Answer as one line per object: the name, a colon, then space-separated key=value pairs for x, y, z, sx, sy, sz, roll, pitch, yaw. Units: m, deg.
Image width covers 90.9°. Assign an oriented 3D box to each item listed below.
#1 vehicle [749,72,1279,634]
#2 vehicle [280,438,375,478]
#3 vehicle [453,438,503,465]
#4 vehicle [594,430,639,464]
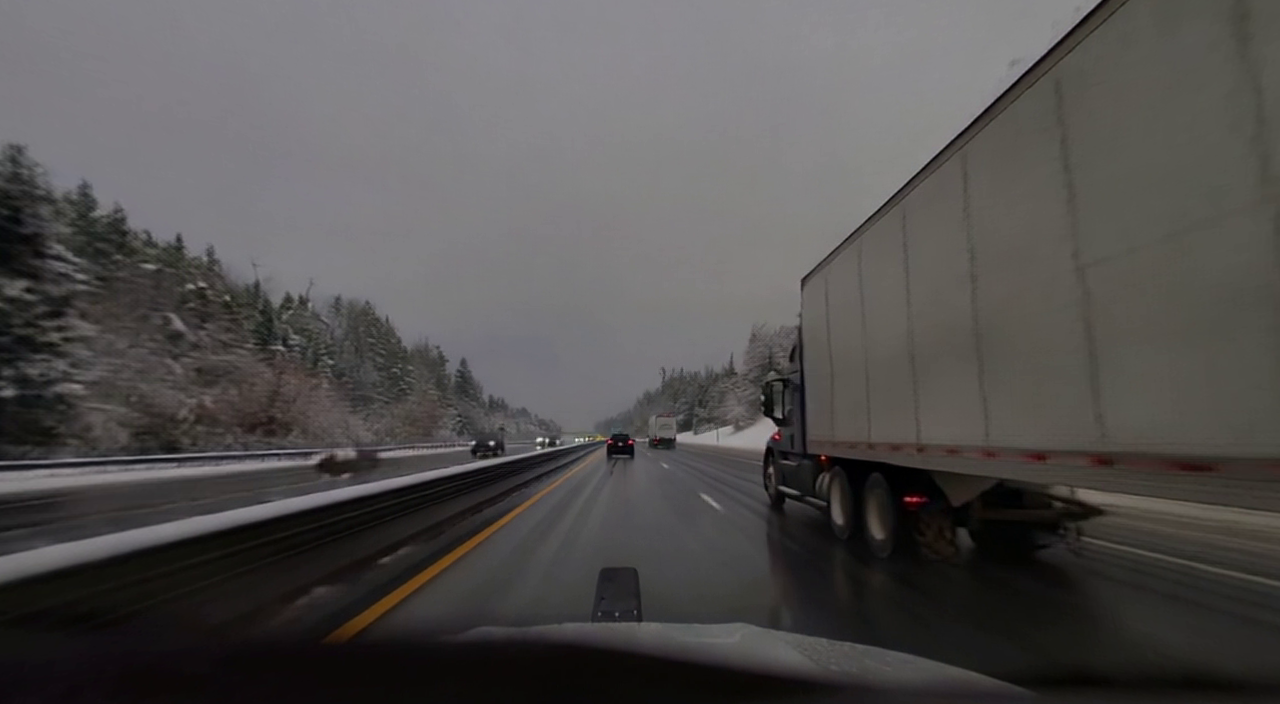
vehicle: x=3.988 y=0.501 z=8.910 sx=2.955 sy=3.940 sz=9.037 roll=0 pitch=-8 yaw=-2
vehicle: x=-13.683 y=4.624 z=27.908 sx=2.013 sy=1.628 sz=4.313 roll=0 pitch=-8 yaw=-1
vehicle: x=-9.891 y=6.095 z=38.842 sx=2.045 sy=1.515 sz=4.117 roll=0 pitch=-8 yaw=-1
vehicle: x=-1.118 y=4.625 z=30.864 sx=2.095 sy=1.557 sz=3.963 roll=0 pitch=-8 yaw=-1
